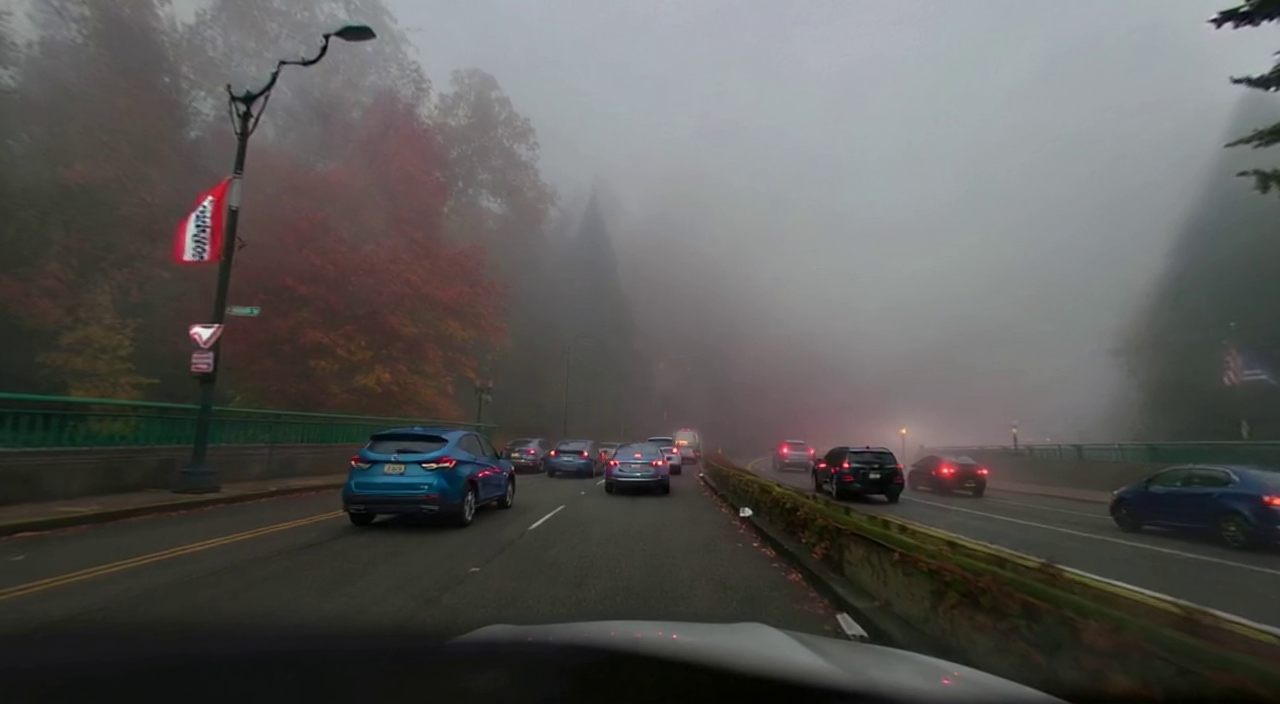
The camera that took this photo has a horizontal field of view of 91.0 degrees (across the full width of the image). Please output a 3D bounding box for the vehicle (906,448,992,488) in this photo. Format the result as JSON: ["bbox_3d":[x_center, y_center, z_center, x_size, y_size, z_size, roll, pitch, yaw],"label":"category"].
[{"bbox_3d":[14.929,5.600,30.732,2.087,1.745,4.673,0,-9,4],"label":"vehicle"}]

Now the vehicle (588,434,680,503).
[{"bbox_3d":[-0.053,2.963,16.411,2.090,1.506,4.276,0,-9,2],"label":"vehicle"}]

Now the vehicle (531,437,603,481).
[{"bbox_3d":[-2.782,4.202,25.059,1.974,1.549,4.603,0,-9,5],"label":"vehicle"}]

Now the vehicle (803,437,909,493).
[{"bbox_3d":[6.644,3.506,19.930,1.944,1.544,4.301,0,-9,1],"label":"vehicle"}]

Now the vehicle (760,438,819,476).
[{"bbox_3d":[7.403,5.229,31.613,2.017,1.746,4.727,0,-9,3],"label":"vehicle"}]

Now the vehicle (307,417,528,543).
[{"bbox_3d":[-3.359,2.031,10.590,1.988,1.635,4.260,0,-9,2],"label":"vehicle"}]

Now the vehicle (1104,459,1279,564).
[{"bbox_3d":[10.386,2.639,10.900,1.749,1.481,3.808,1,-9,0],"label":"vehicle"}]
